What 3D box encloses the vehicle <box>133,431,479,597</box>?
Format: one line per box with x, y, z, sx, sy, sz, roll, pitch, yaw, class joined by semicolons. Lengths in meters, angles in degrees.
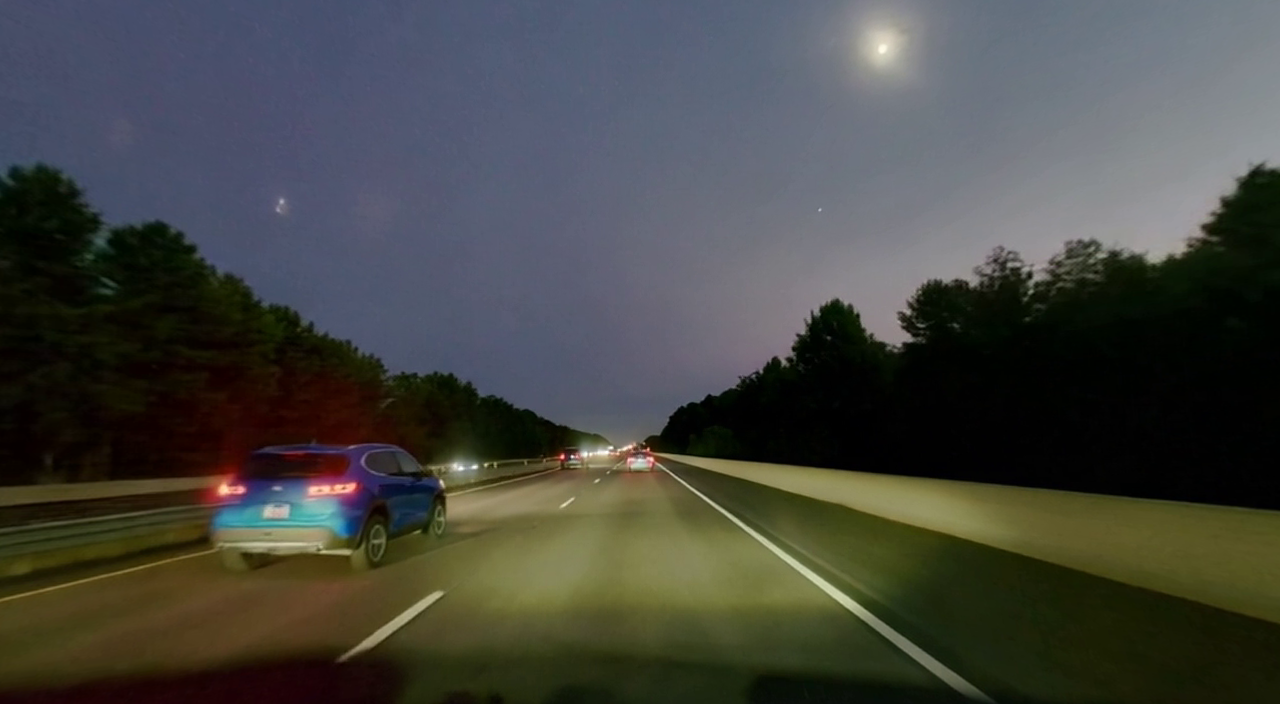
-3.644;1.828;8.022;2.034;1.520;4.236;0;-9;1;vehicle

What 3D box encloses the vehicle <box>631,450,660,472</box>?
0.406;7.985;46.435;2.046;1.452;4.407;0;-9;0;vehicle

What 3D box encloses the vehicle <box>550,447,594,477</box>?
-3.975;6.496;37.667;2.100;1.667;4.223;0;-9;1;vehicle
